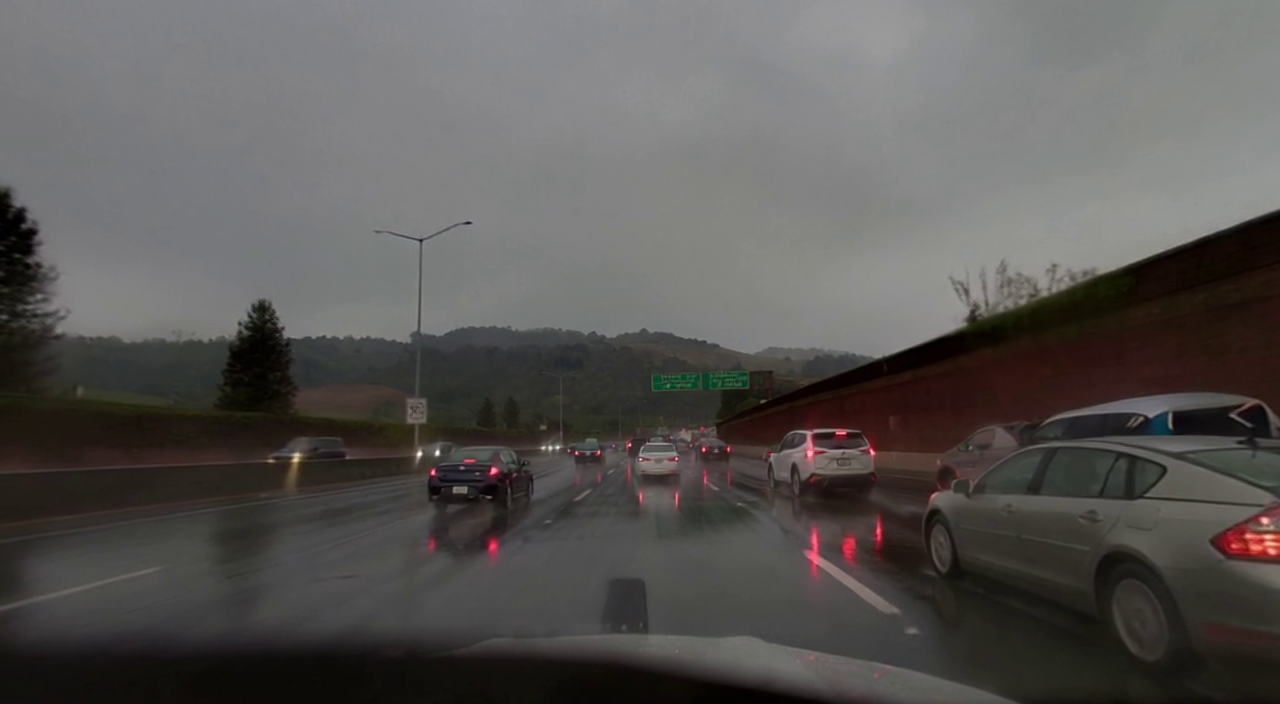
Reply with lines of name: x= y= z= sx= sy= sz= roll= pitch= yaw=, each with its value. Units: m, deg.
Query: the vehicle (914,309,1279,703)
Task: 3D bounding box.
vehicle: x=3.753 y=0.941 z=4.142 sx=1.930 sy=1.831 sz=4.344 roll=0 pitch=-8 yaw=0

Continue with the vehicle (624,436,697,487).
vehicle: x=0.582 y=3.494 z=20.455 sx=2.105 sy=1.471 sz=3.978 roll=0 pitch=-8 yaw=0

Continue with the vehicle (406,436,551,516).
vehicle: x=-3.285 y=2.602 z=13.819 sx=1.961 sy=1.456 sz=4.362 roll=0 pitch=-8 yaw=1

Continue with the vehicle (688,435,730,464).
vehicle: x=3.764 y=5.395 z=35.041 sx=1.855 sy=1.513 sz=3.915 roll=0 pitch=-8 yaw=0

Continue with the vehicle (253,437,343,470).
vehicle: x=-21.898 y=6.511 z=40.760 sx=2.448 sy=1.955 sz=6.132 roll=0 pitch=-8 yaw=-1

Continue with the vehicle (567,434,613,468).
vehicle: x=-2.822 y=5.732 z=36.672 sx=2.154 sy=1.793 sz=4.736 roll=0 pitch=-8 yaw=2

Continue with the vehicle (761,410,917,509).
vehicle: x=4.254 y=2.380 z=14.399 sx=1.970 sy=1.872 sz=4.575 roll=0 pitch=-8 yaw=-1
